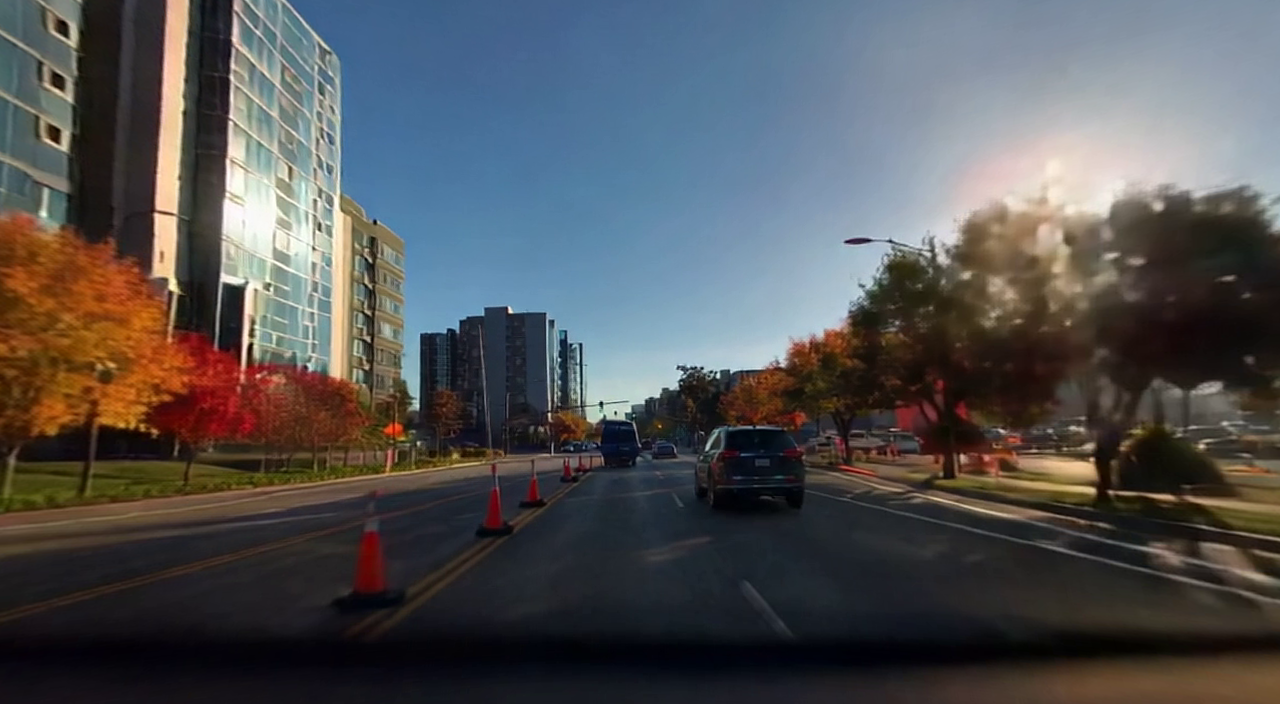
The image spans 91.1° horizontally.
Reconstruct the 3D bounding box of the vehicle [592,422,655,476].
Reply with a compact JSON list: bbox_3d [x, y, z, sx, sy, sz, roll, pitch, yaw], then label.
[{"bbox_3d":[-0.757,4.747,30.843,2.762,2.309,6.723,0,-8,-1],"label":"vehicle"}]

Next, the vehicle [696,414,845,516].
[{"bbox_3d":[2.618,2.461,14.199,2.120,1.828,5.531,0,-8,-1],"label":"vehicle"}]
